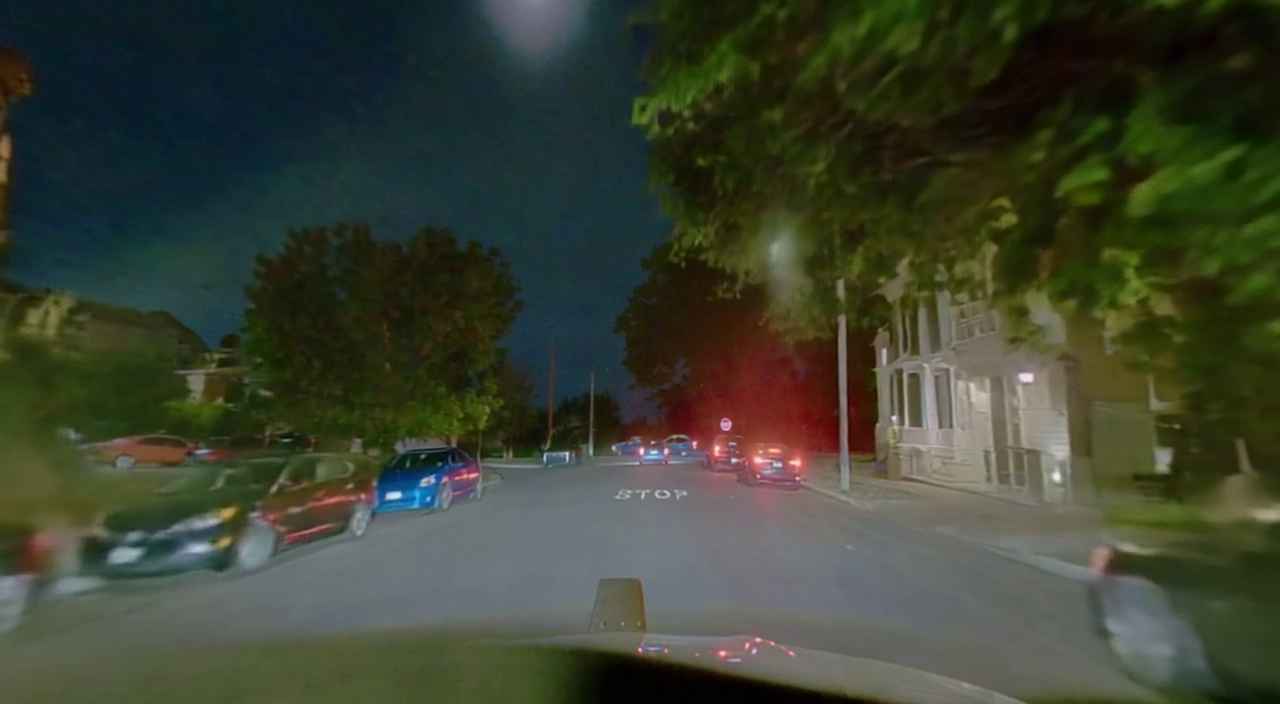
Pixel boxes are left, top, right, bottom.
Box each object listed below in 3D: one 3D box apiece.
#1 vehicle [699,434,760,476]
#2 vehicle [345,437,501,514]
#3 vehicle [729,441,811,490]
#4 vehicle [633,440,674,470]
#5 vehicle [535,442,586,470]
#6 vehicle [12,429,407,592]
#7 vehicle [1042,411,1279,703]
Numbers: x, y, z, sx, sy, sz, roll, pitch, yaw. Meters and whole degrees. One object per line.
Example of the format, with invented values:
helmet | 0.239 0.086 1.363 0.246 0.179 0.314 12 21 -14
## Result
vehicle | 4.080 4.753 29.302 2.144 1.751 4.472 2 -8 0
vehicle | -4.793 2.776 14.712 1.909 1.492 4.615 0 -8 2
vehicle | 4.289 3.804 21.464 1.876 1.477 4.324 0 -8 0
vehicle | 0.679 5.432 33.360 2.010 1.499 4.107 0 -9 0
vehicle | -4.310 5.721 34.748 1.999 1.441 4.628 -1 -9 3
vehicle | -4.860 1.811 8.104 1.876 1.500 4.361 0 -9 2
vehicle | 3.740 0.918 1.859 2.068 1.558 4.511 0 -8 0
